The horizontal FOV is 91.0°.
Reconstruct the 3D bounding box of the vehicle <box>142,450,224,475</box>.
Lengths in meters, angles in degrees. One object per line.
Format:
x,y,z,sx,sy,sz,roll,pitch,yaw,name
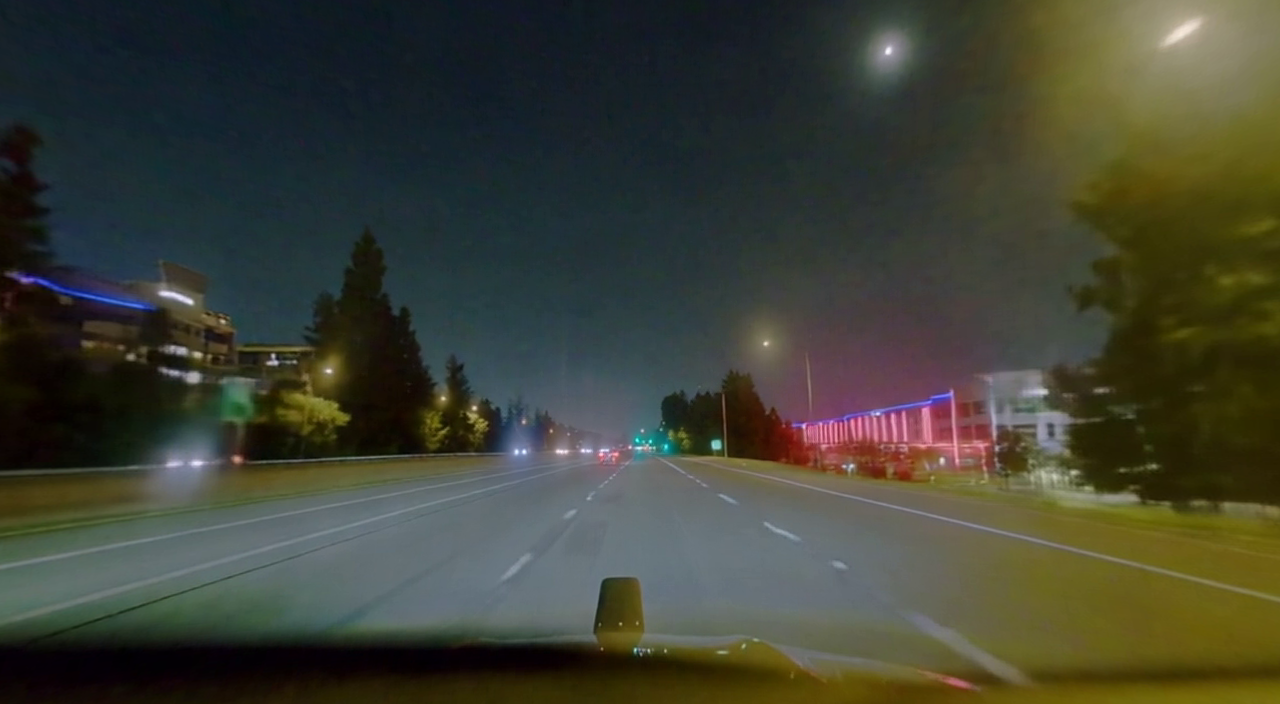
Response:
-30.483,7.349,42.204,1.908,1.561,4.572,-1,-9,2,vehicle
